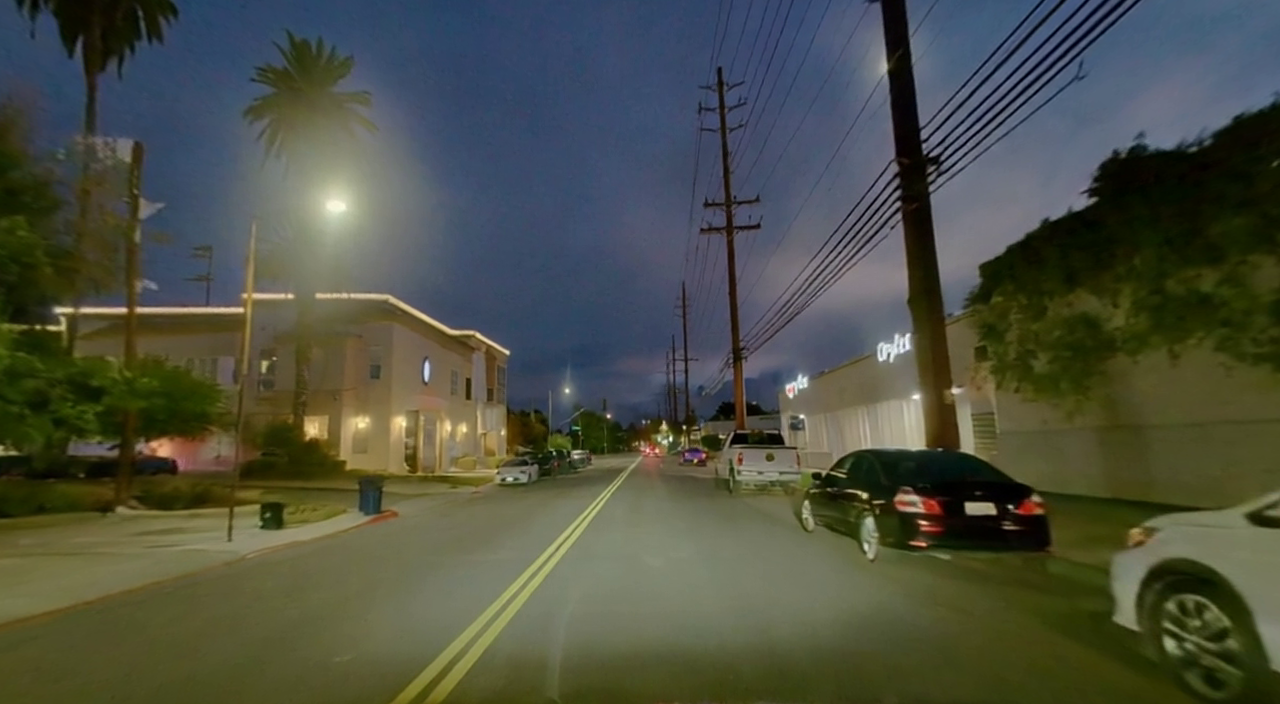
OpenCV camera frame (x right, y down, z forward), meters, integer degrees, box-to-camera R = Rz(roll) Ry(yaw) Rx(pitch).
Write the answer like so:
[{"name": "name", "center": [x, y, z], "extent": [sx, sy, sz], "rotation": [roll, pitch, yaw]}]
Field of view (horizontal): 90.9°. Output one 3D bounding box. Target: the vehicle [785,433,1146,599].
[{"name": "vehicle", "center": [3.593, 1.867, 8.294], "extent": [2.060, 1.513, 4.741], "rotation": [0, -8, -3]}]

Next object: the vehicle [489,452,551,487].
[{"name": "vehicle", "center": [-5.696, 5.626, 30.572], "extent": [1.982, 1.453, 4.577], "rotation": [0, -8, 1]}]

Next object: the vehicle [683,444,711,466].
[{"name": "vehicle", "center": [4.357, 7.921, 48.870], "extent": [1.948, 1.607, 4.873], "rotation": [-1, -8, 3]}]

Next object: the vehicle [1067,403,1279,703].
[{"name": "vehicle", "center": [3.688, 0.817, 1.440], "extent": [1.961, 1.546, 4.857], "rotation": [0, -8, -1]}]

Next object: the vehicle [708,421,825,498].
[{"name": "vehicle", "center": [3.816, 3.401, 20.456], "extent": [2.485, 2.123, 6.029], "rotation": [0, -8, -1]}]
